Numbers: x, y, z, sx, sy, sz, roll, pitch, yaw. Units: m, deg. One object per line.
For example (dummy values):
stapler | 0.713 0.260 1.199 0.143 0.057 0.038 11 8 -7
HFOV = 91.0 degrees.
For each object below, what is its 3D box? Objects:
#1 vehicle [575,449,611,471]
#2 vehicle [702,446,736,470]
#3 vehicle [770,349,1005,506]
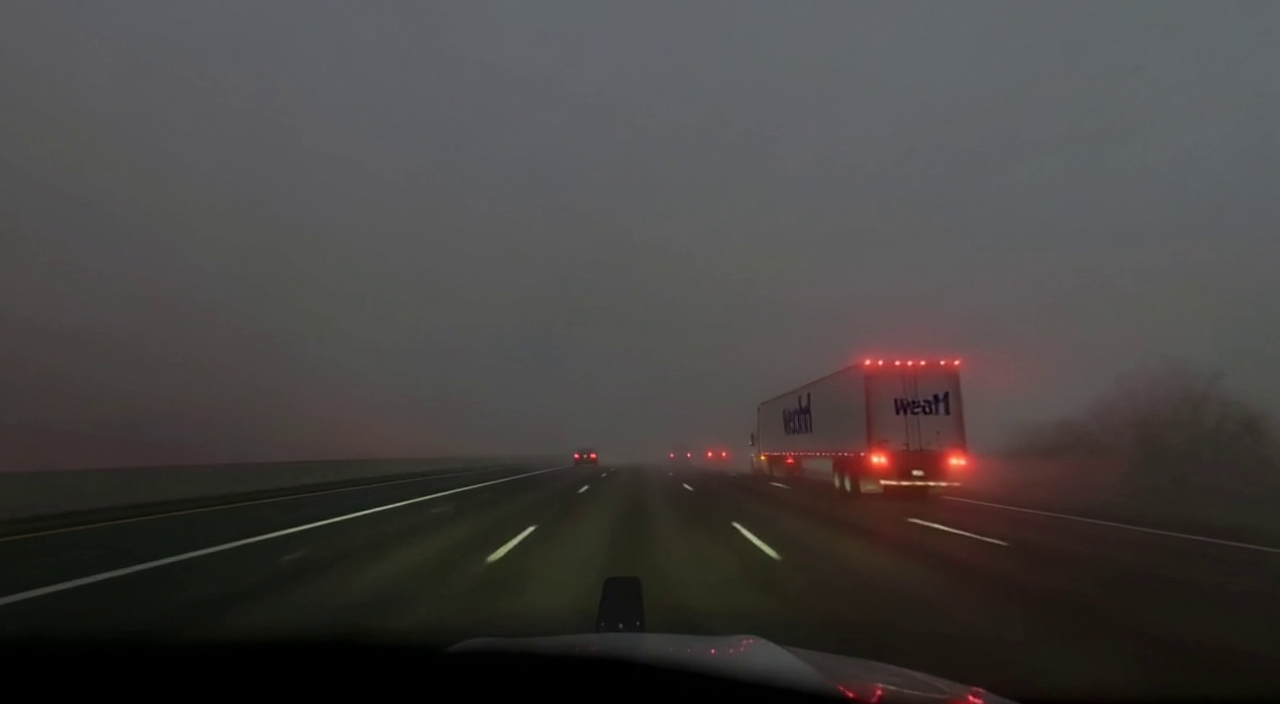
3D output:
vehicle | -3.357 7.813 45.925 2.164 1.507 4.748 0 -9 1
vehicle | 5.995 8.112 48.405 2.188 1.727 4.381 0 -9 2
vehicle | 8.138 3.147 24.462 2.912 4.143 15.538 0 -9 0
